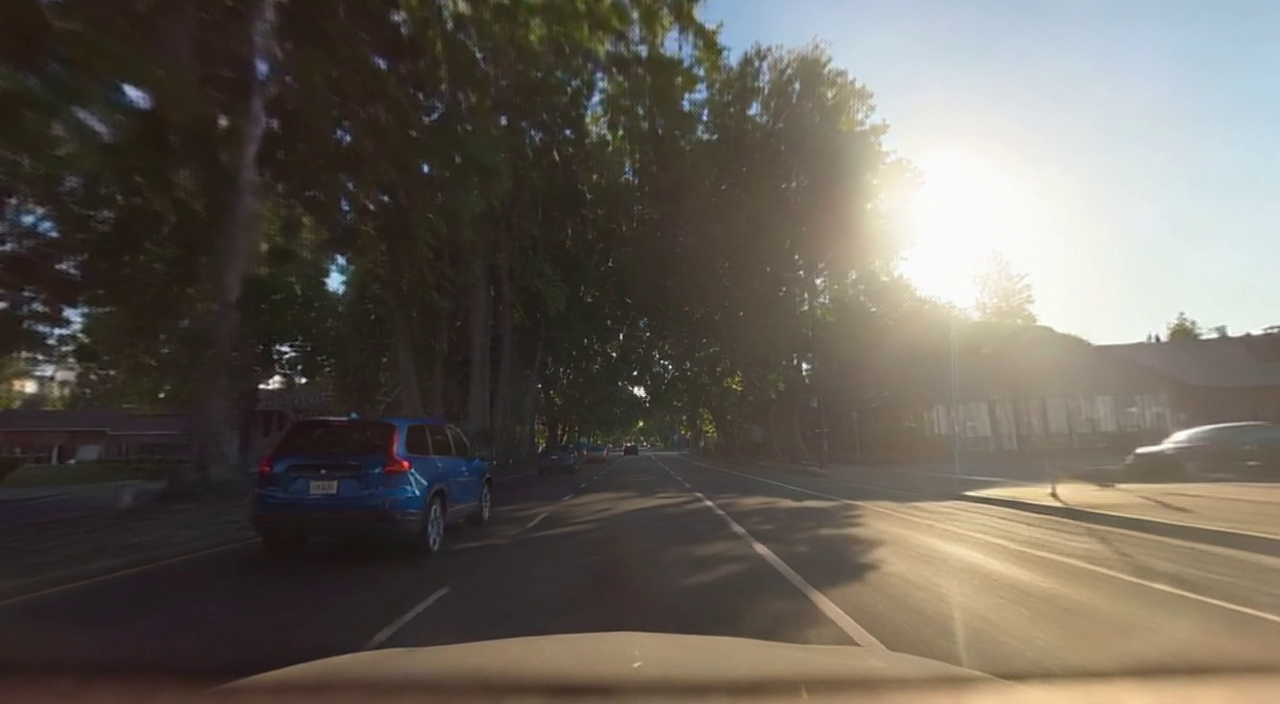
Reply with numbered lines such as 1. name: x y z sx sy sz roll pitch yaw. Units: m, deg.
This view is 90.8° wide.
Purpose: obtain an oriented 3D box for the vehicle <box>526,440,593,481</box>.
1. vehicle: -3.123 4.337 25.548 2.069 1.470 4.601 0 -8 0

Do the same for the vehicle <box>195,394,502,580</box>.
1. vehicle: -3.359 1.648 8.489 2.042 1.817 4.364 0 -8 0
